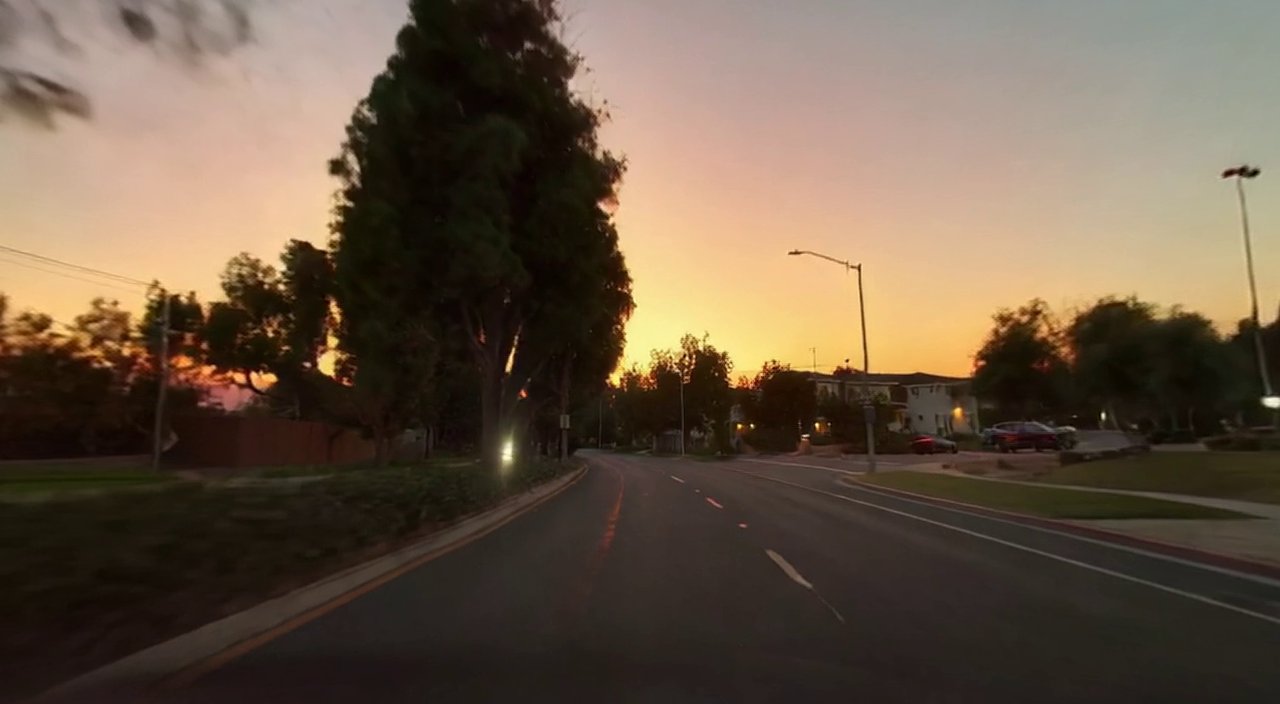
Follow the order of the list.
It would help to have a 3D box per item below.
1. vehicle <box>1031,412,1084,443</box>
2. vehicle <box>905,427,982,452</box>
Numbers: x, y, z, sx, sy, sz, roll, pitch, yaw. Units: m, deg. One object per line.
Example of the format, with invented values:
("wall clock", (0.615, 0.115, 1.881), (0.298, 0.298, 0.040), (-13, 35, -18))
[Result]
("vehicle", (29.494, 5.357, 44.412), (2.111, 2.008, 4.557), (-8, -12, 44))
("vehicle", (21.006, 6.099, 43.588), (4.499, 1.627, 2.003), (-5, -10, 33))
